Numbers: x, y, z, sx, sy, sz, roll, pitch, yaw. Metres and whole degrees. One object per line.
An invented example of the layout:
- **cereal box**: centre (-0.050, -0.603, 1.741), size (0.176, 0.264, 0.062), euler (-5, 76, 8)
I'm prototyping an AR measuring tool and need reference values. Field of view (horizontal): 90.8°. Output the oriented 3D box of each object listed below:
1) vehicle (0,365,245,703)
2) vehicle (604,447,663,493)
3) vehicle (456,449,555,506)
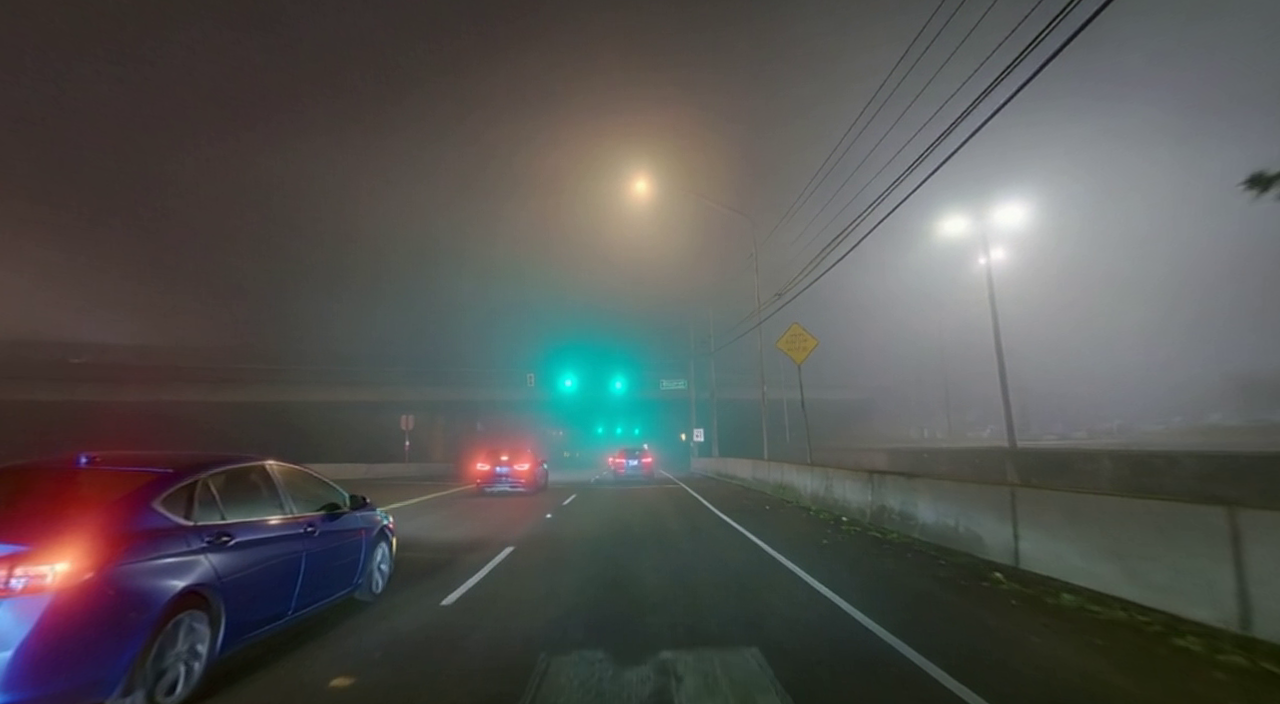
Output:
- **vehicle**: centre (-3.526, 0.800, 1.859), size (1.925, 1.666, 4.271), euler (0, -8, 0)
- **vehicle**: centre (-0.238, 4.339, 23.652), size (1.985, 1.565, 3.968), euler (0, -8, 0)
- **vehicle**: centre (-3.750, 3.557, 18.377), size (1.946, 1.437, 4.154), euler (0, -8, 0)
